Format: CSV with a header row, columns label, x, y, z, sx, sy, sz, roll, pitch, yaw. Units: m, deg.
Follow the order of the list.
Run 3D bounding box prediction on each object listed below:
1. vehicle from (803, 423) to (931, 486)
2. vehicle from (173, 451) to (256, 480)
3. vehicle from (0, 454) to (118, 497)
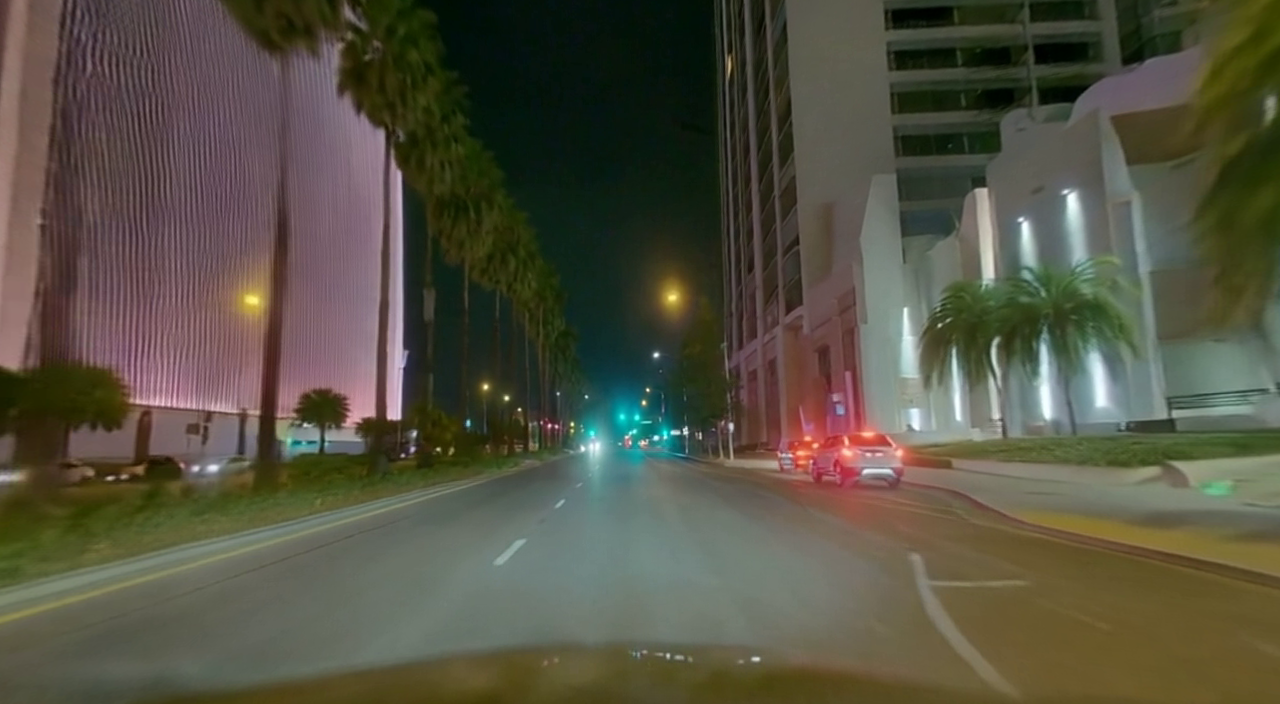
label,x,y,z,sx,sy,sz,roll,pitch,yaw
vehicle,6.936,3.200,19.904,2.225,1.727,4.418,0,-8,-2
vehicle,-24.662,6.564,36.831,1.801,1.444,4.640,0,-8,-3
vehicle,-24.476,4.984,25.837,1.905,1.496,4.960,-1,-8,1
